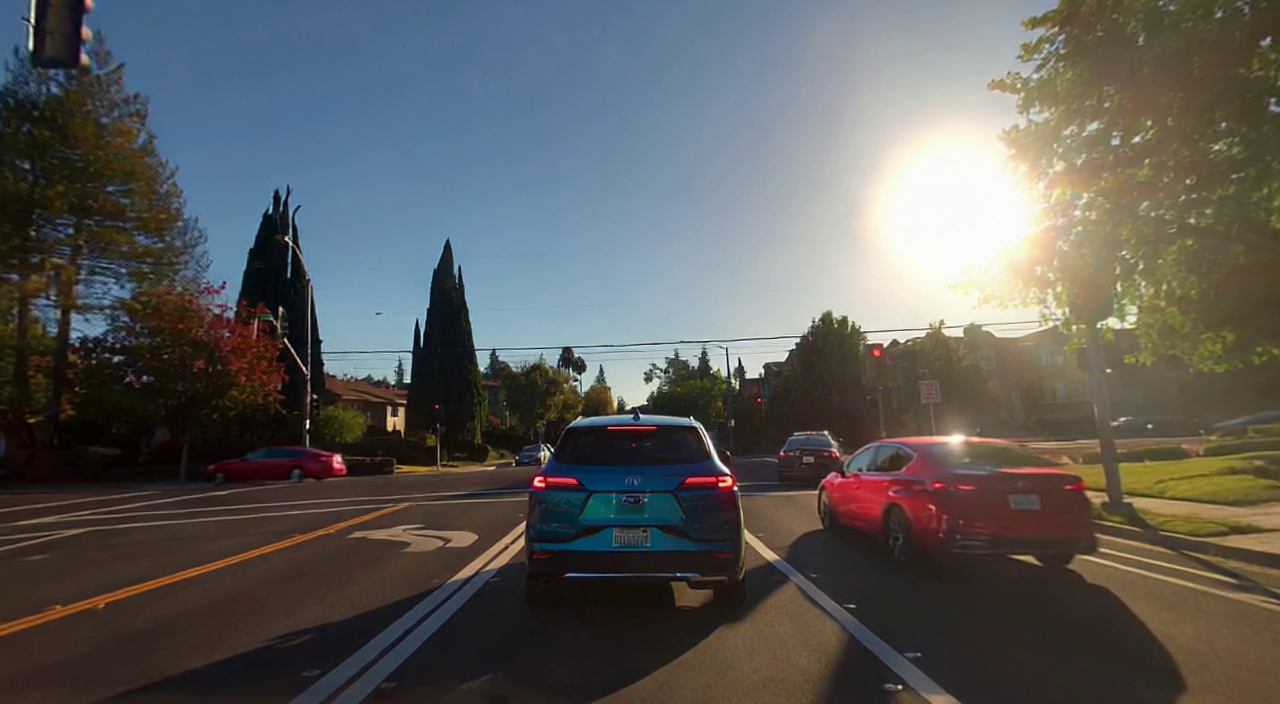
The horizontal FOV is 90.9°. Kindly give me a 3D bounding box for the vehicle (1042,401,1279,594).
[{"bbox_3d":[7.022,1.527,7.003,1.989,1.791,4.735,0,-8,1],"label":"vehicle"}]

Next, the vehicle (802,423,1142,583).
[{"bbox_3d":[3.827,1.809,8.534,2.077,1.527,4.755,0,-8,1],"label":"vehicle"}]

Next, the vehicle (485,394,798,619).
[{"bbox_3d":[0.047,1.472,6.951,2.322,1.667,4.367,0,-8,1],"label":"vehicle"}]

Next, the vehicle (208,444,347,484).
[{"bbox_3d":[-14.698,4.546,25.918,4.723,1.486,1.800,4,-9,-25],"label":"vehicle"}]
